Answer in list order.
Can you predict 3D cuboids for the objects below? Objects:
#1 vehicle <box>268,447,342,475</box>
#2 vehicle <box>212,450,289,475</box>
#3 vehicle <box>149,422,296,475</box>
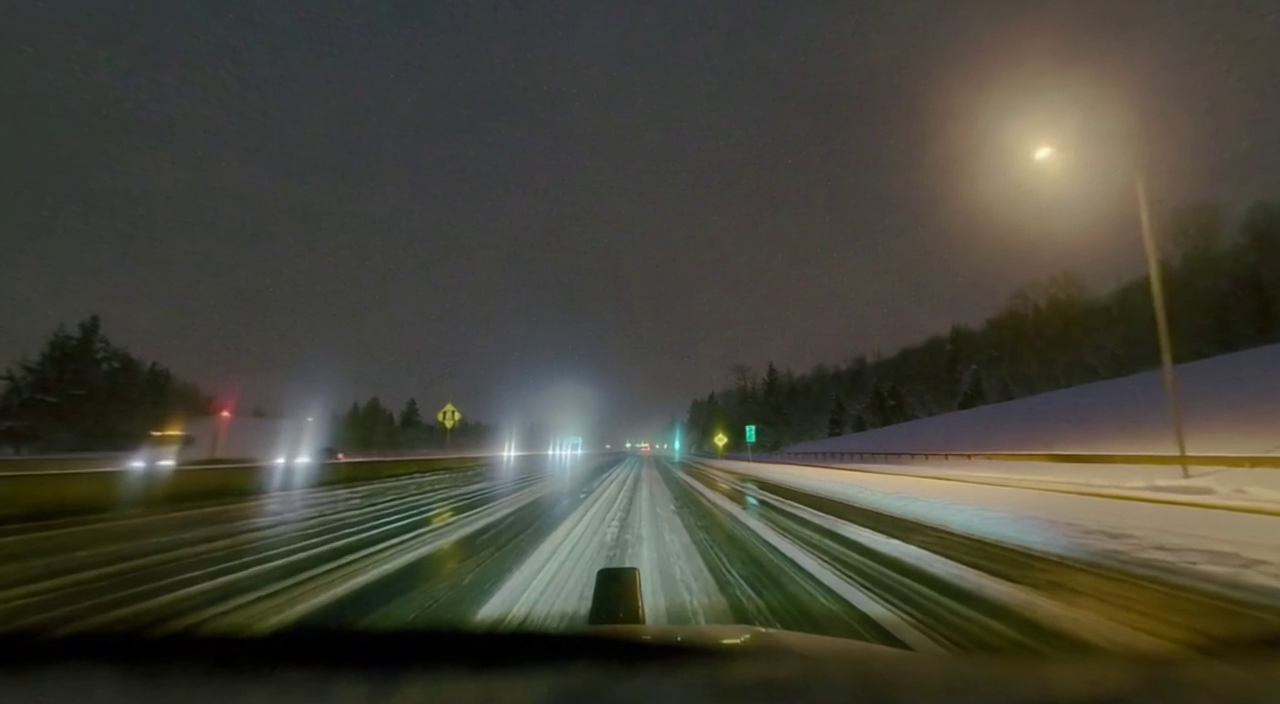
[{"bbox_3d":[-20.649,6.716,39.151,1.904,1.534,4.668,0,-8,2],"label":"vehicle"},{"bbox_3d":[-24.725,7.002,40.288,1.881,1.490,4.586,0,-8,1],"label":"vehicle"},{"bbox_3d":[-28.470,6.721,43.957,2.894,3.206,10.289,0,-9,2],"label":"vehicle"}]
